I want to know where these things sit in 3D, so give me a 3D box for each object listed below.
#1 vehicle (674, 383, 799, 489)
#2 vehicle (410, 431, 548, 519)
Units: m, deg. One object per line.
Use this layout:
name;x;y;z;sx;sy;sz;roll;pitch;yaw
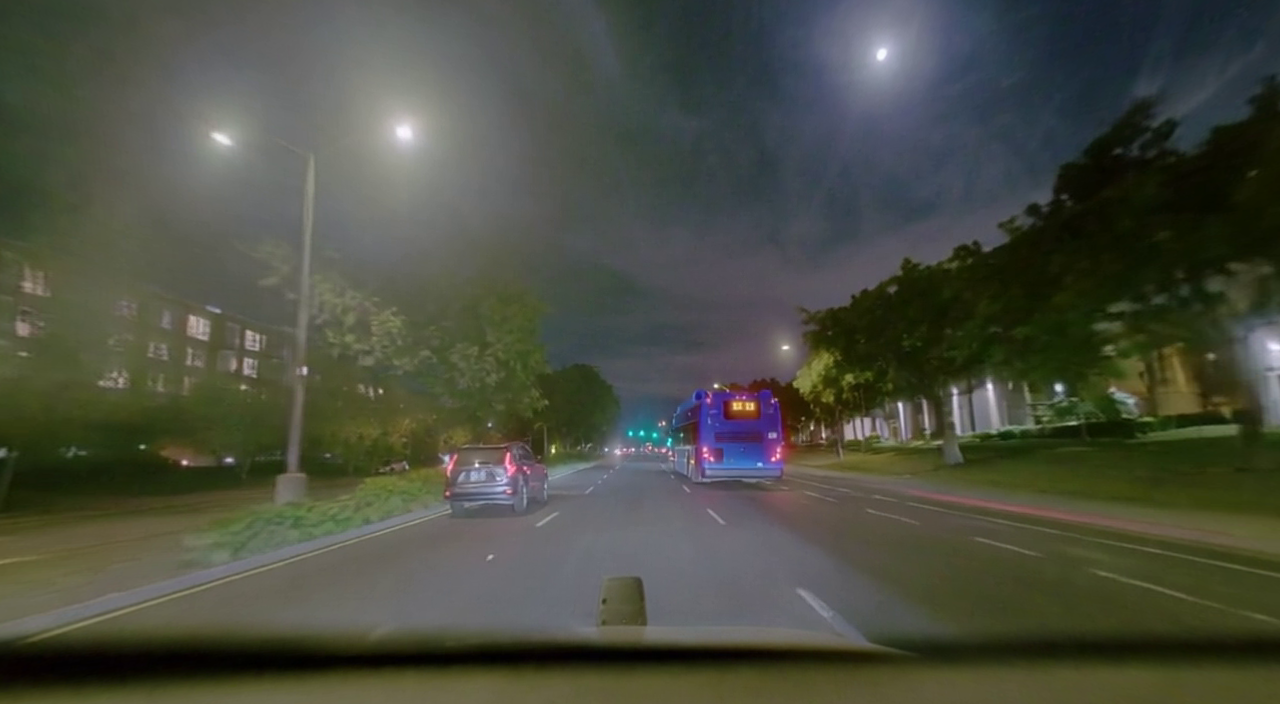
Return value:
vehicle;3.374;3.584;26.143;3.072;3.278;12.747;0;-9;0
vehicle;-3.631;2.854;15.116;2.111;1.767;4.333;-1;-9;1
